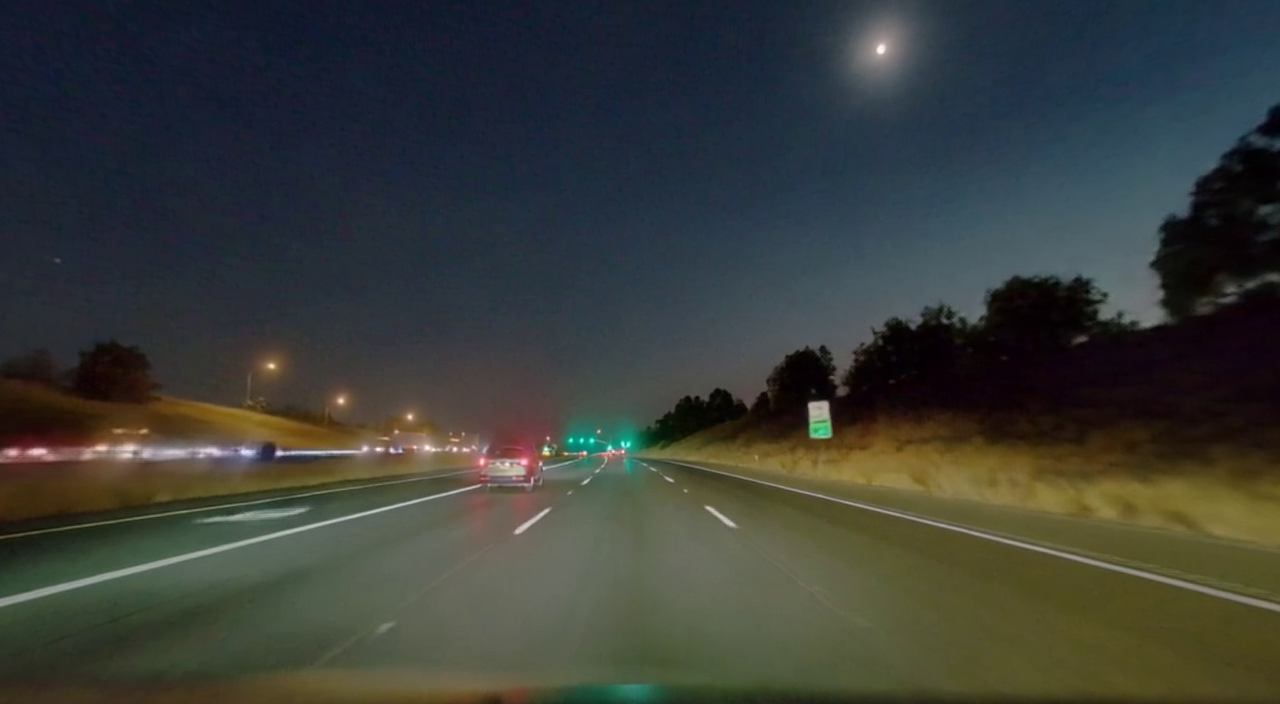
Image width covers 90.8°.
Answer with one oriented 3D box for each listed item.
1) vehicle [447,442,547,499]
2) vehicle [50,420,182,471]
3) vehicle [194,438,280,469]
[{"bbox_3d":[-4.224,3.579,19.470,2.073,1.516,4.478,0,-9,0],"label":"vehicle"},{"bbox_3d":[-28.821,5.222,35.137,2.237,2.591,5.886,0,-9,-1],"label":"vehicle"},{"bbox_3d":[-25.149,6.354,39.691,2.213,1.784,4.993,0,-9,-1],"label":"vehicle"}]
